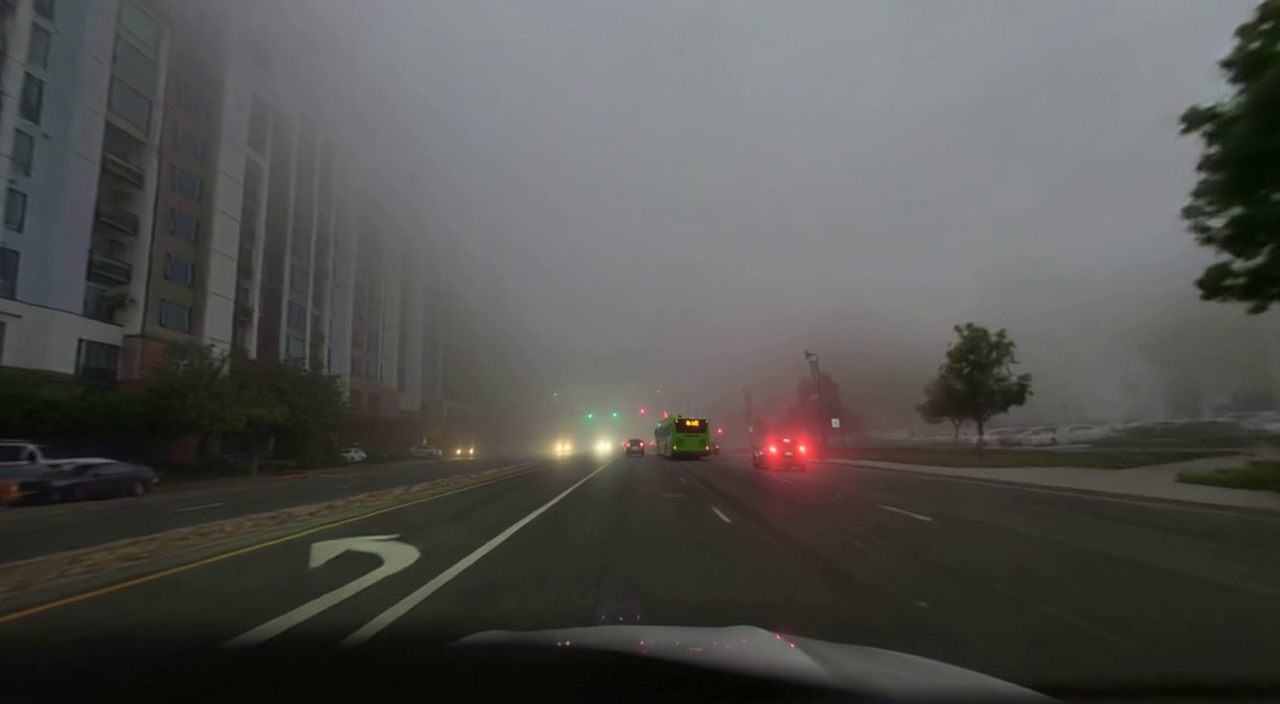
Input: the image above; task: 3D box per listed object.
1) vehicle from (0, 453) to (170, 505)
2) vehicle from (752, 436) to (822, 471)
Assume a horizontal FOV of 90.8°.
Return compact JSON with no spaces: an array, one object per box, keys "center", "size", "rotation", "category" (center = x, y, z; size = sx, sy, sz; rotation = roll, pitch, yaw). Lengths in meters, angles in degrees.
[{"center":[-18.645,4.204,21.434],"size":[1.861,1.499,4.605],"rotation":[0,-9,-1],"category":"vehicle"},{"center":[6.590,4.618,28.801],"size":[1.992,1.447,4.414],"rotation":[1,-9,-2],"category":"vehicle"}]
